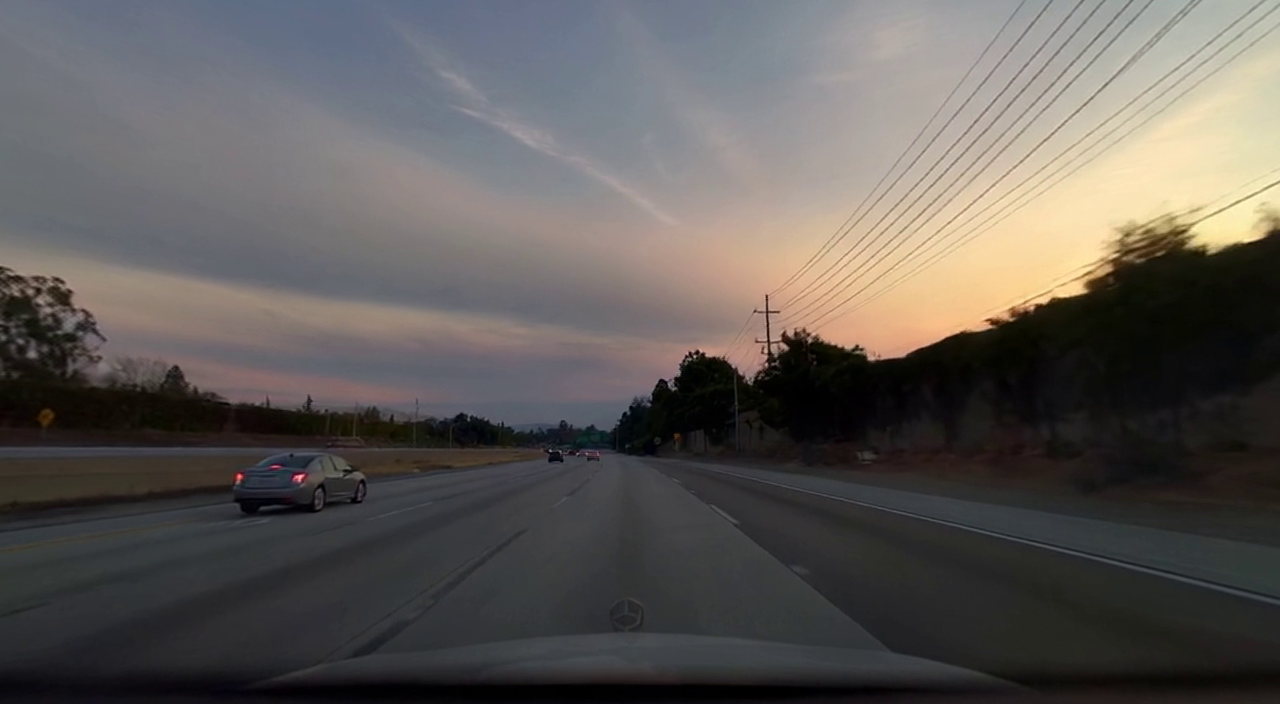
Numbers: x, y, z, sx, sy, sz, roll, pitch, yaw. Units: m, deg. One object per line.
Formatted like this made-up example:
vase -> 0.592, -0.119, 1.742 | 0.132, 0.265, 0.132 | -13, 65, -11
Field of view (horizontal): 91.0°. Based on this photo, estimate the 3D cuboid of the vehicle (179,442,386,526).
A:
vehicle -> -7.435, 2.760, 13.731 | 1.999, 1.527, 4.238 | 0, -9, 0

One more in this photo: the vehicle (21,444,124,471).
vehicle -> -33.335, 6.205, 37.222 | 1.816, 1.505, 4.663 | 0, -9, -2
